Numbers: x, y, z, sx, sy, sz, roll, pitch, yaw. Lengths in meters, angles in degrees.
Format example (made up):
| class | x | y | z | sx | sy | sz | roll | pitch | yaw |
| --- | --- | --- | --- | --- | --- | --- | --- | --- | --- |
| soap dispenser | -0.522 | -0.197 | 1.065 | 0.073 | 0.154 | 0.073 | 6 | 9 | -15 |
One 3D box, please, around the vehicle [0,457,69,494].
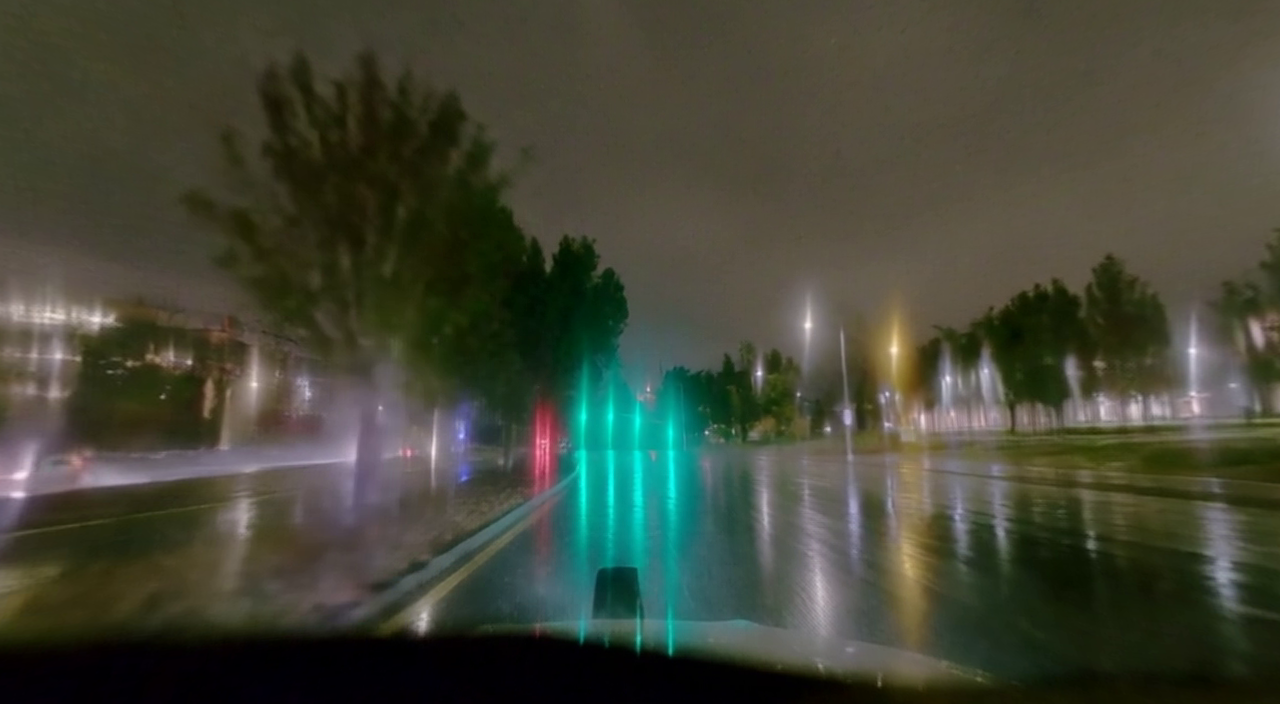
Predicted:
| class | x | y | z | sx | sy | sz | roll | pitch | yaw |
| --- | --- | --- | --- | --- | --- | --- | --- | --- | --- |
| vehicle | -28.067 | 5.423 | 27.789 | 1.863 | 1.468 | 4.560 | 0 | -8 | -4 |
